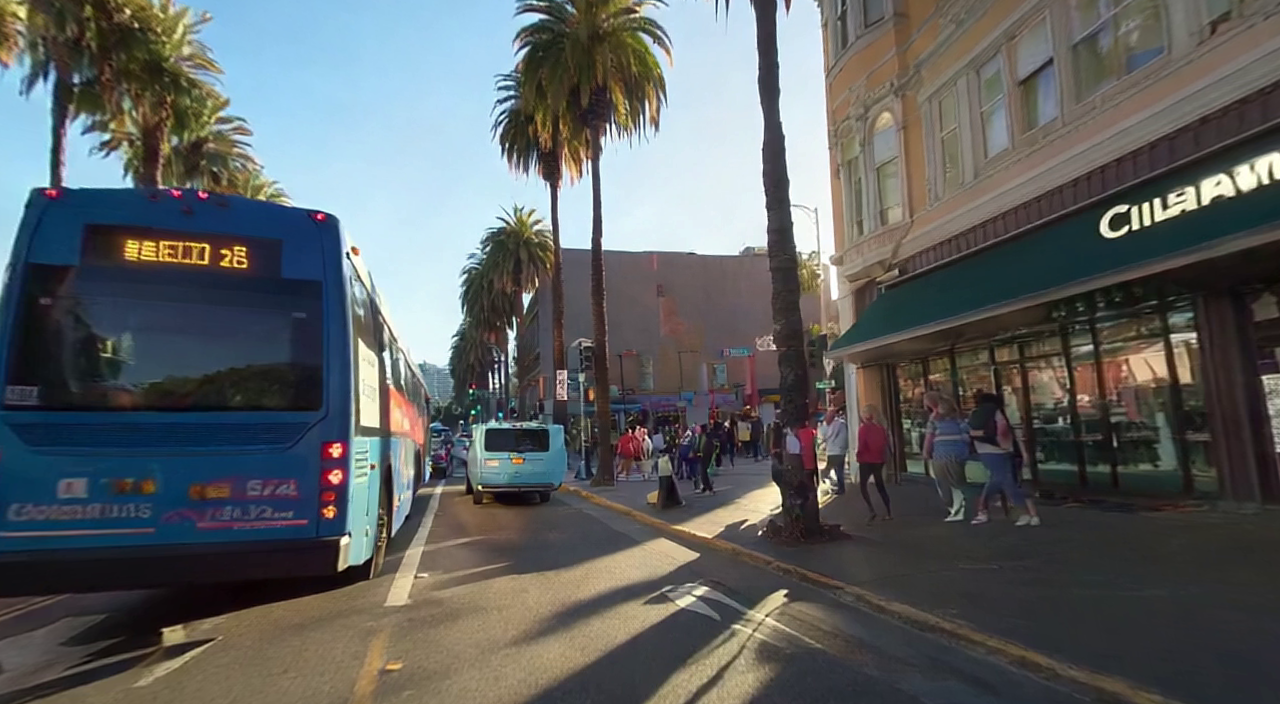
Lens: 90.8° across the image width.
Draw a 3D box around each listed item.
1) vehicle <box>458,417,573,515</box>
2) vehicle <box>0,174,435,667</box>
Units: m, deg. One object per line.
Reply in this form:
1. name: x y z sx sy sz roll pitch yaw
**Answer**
1. vehicle: -3.044 2.588 14.769 2.002 1.907 4.211 3 -9 -19
2. vehicle: -5.127 1.228 9.850 2.863 3.233 11.573 2 -9 -14
